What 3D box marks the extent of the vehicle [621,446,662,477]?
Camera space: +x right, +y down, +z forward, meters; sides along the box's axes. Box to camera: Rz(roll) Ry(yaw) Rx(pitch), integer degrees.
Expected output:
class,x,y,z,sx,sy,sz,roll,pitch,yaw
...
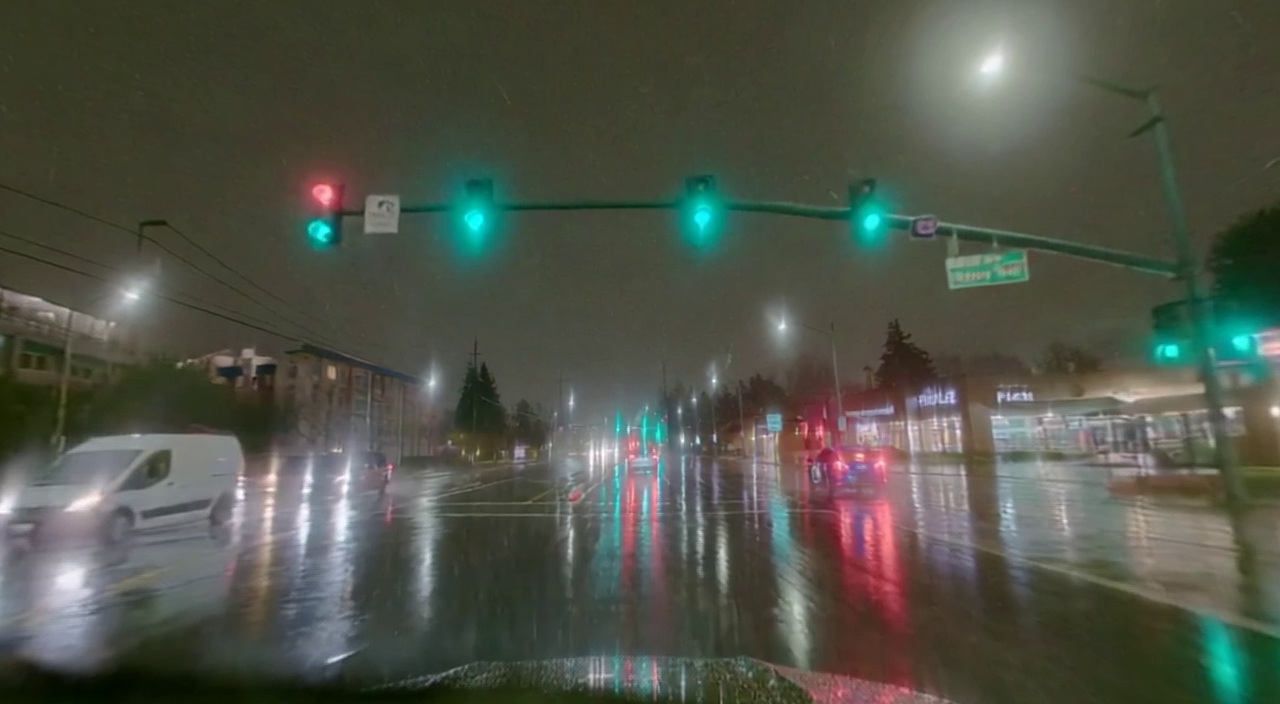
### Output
class,x,y,z,sx,sy,sz,roll,pitch,yaw
vehicle,0.028,5.716,33.252,2.027,1.494,3.942,0,-8,-1

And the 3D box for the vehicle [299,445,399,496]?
class,x,y,z,sx,sy,sz,roll,pitch,yaw
vehicle,-10.937,4.436,24.103,1.911,1.779,4.067,0,-8,-1

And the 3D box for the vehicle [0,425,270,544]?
class,x,y,z,sx,sy,sz,roll,pitch,yaw
vehicle,-10.920,2.715,13.800,2.345,2.052,5.396,0,-8,0

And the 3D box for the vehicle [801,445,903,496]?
class,x,y,z,sx,sy,sz,roll,pitch,yaw
vehicle,6.744,3.788,20.604,1.849,1.464,4.119,0,-8,0
